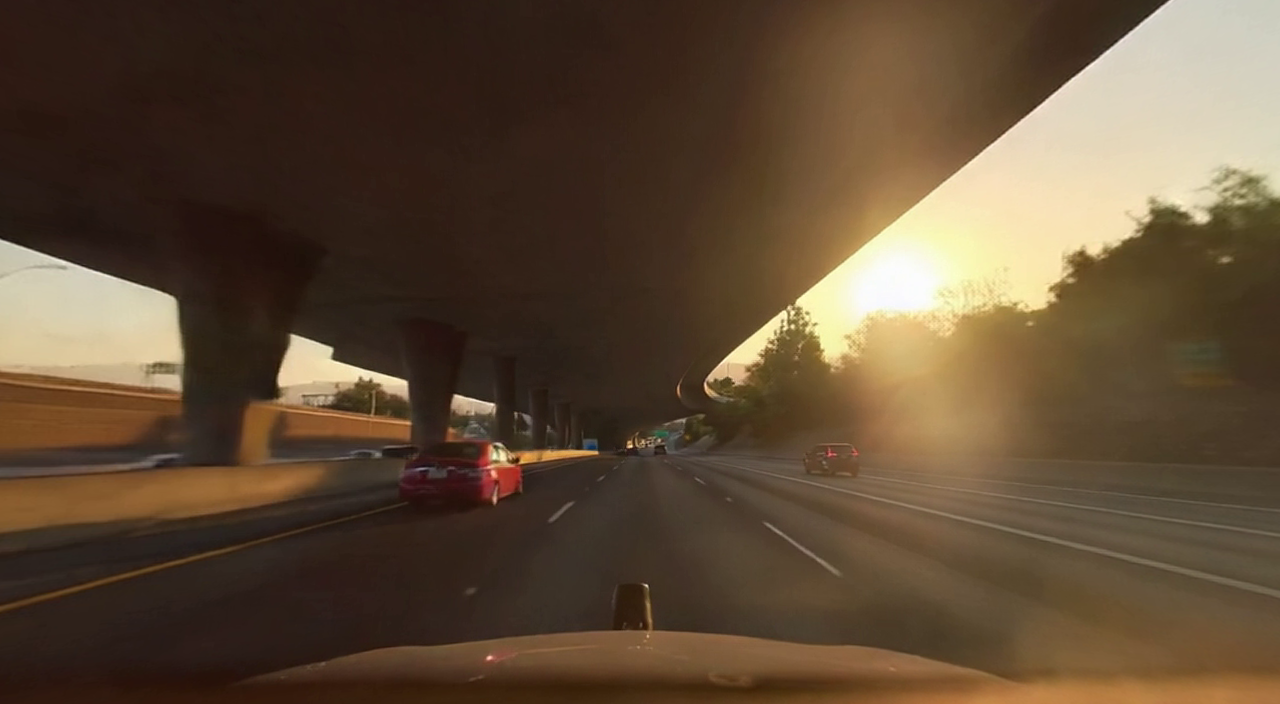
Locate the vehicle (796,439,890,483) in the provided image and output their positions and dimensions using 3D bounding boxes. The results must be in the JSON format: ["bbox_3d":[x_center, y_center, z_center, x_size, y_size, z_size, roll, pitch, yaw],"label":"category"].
[{"bbox_3d":[7.337,3.976,23.350,1.914,1.465,4.574,0,-8,-1],"label":"vehicle"}]

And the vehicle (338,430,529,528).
[{"bbox_3d":[-3.710,2.385,12.478,2.085,1.533,4.861,0,-8,1],"label":"vehicle"}]

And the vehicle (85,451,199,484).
[{"bbox_3d":[-24.584,5.674,31.391,1.832,1.476,4.643,0,-8,0],"label":"vehicle"}]
